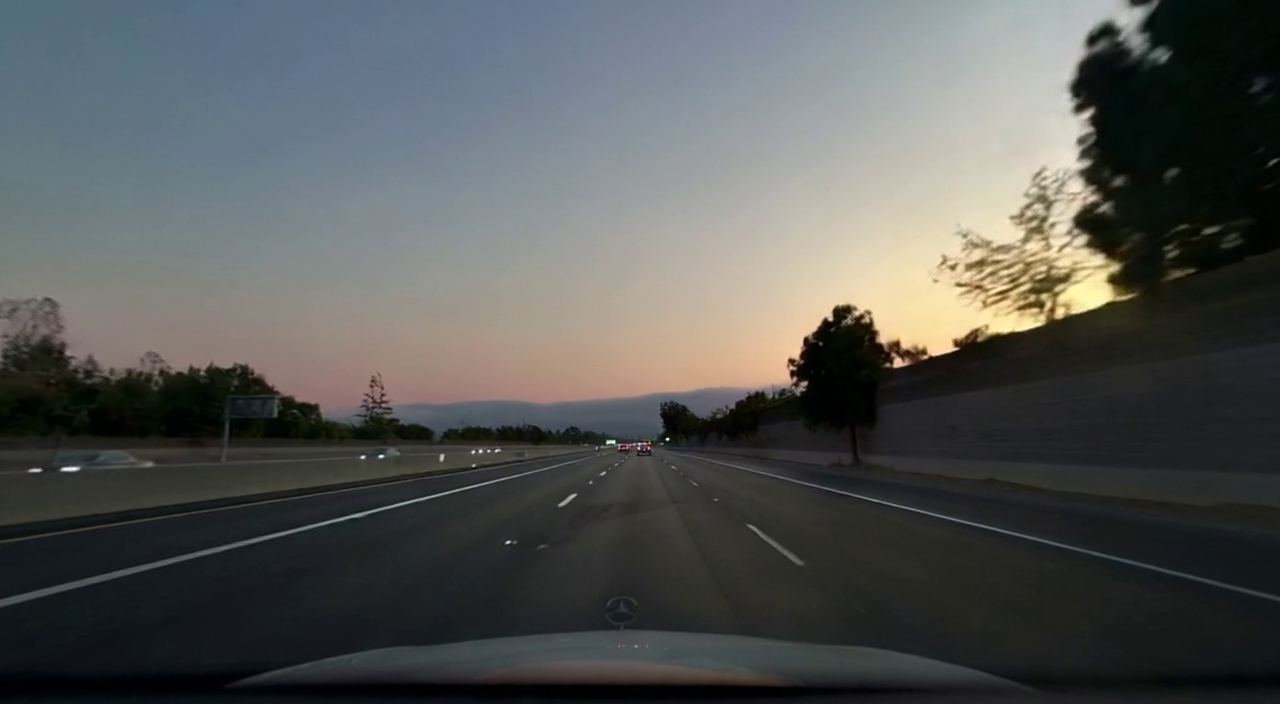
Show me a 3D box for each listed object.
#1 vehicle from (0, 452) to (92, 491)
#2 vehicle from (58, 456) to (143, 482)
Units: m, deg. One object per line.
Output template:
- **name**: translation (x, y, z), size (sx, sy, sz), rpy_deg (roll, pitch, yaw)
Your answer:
- **vehicle**: translation (-28.407, 5.474, 29.215), size (1.944, 1.597, 4.354), rpy_deg (0, -9, 1)
- **vehicle**: translation (-35.852, 7.759, 42.002), size (1.862, 1.570, 4.280), rpy_deg (0, -9, 0)
